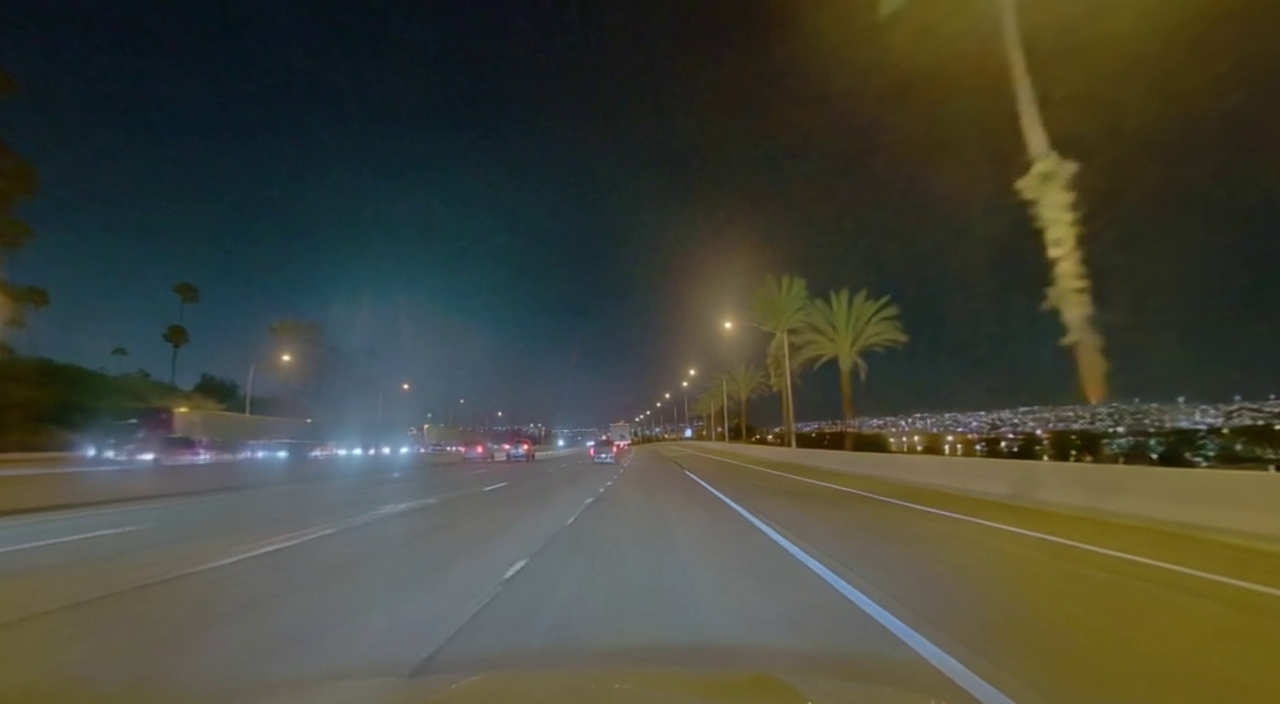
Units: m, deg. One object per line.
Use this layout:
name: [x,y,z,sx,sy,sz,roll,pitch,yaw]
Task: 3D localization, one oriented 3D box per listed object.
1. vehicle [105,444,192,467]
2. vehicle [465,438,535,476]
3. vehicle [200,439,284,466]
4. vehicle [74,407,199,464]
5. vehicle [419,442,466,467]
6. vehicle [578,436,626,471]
vehicle: [-32.750,6.899,42.289,1.826,1.483,4.797,-1,-8,3]
vehicle: [-6.628,5.003,30.423,2.204,1.677,4.438,0,-8,2]
vehicle: [-23.790,6.005,37.992,1.940,1.494,4.599,0,-8,2]
vehicle: [-36.591,6.165,46.338,3.004,3.870,6.956,0,-8,3]
vehicle: [-13.987,7.264,45.064,1.836,1.662,4.317,0,-8,2]
vehicle: [-1.905,5.262,32.962,2.201,1.672,4.128,0,-8,1]
